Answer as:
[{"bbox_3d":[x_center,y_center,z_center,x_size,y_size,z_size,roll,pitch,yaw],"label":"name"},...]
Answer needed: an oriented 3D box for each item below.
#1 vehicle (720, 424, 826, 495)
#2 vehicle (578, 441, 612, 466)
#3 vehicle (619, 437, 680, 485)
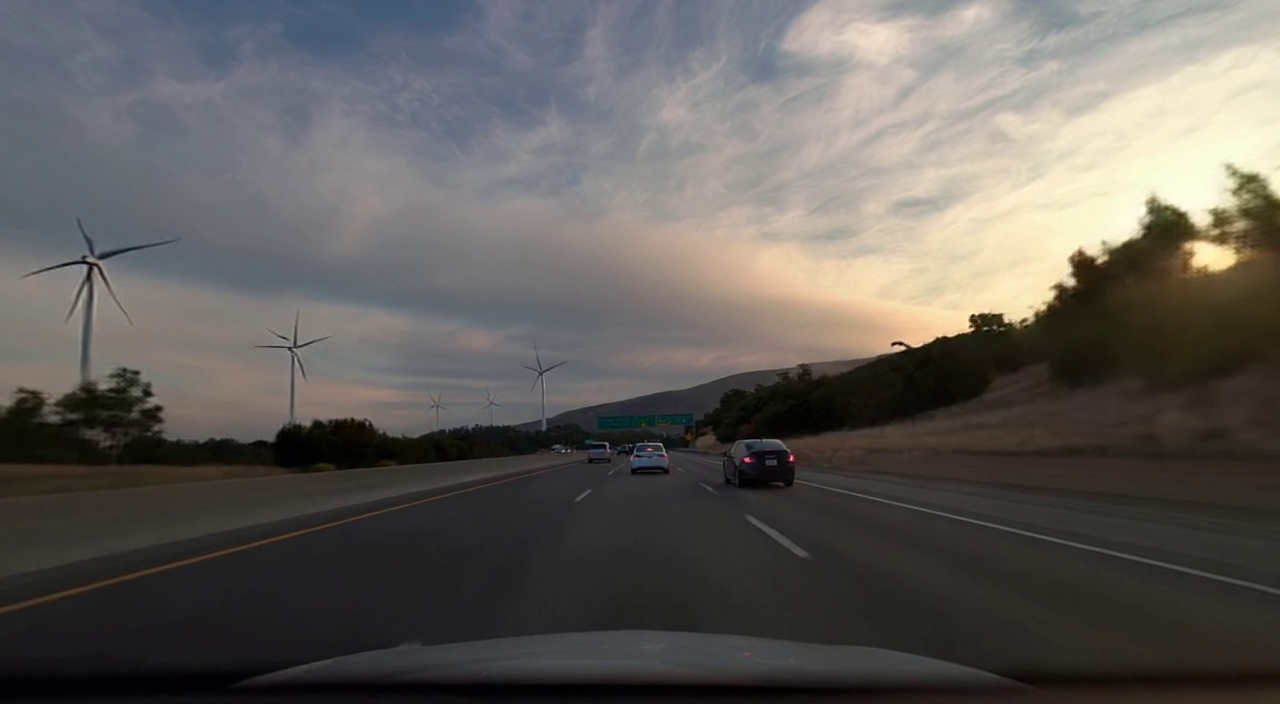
[{"bbox_3d":[3.880,3.250,19.354,2.104,1.861,4.956,0,-9,-1],"label":"vehicle"},{"bbox_3d":[-3.396,7.749,48.229,2.131,1.784,4.635,0,-9,1],"label":"vehicle"},{"bbox_3d":[0.332,4.075,23.766,2.083,1.653,3.787,0,-9,0],"label":"vehicle"}]
